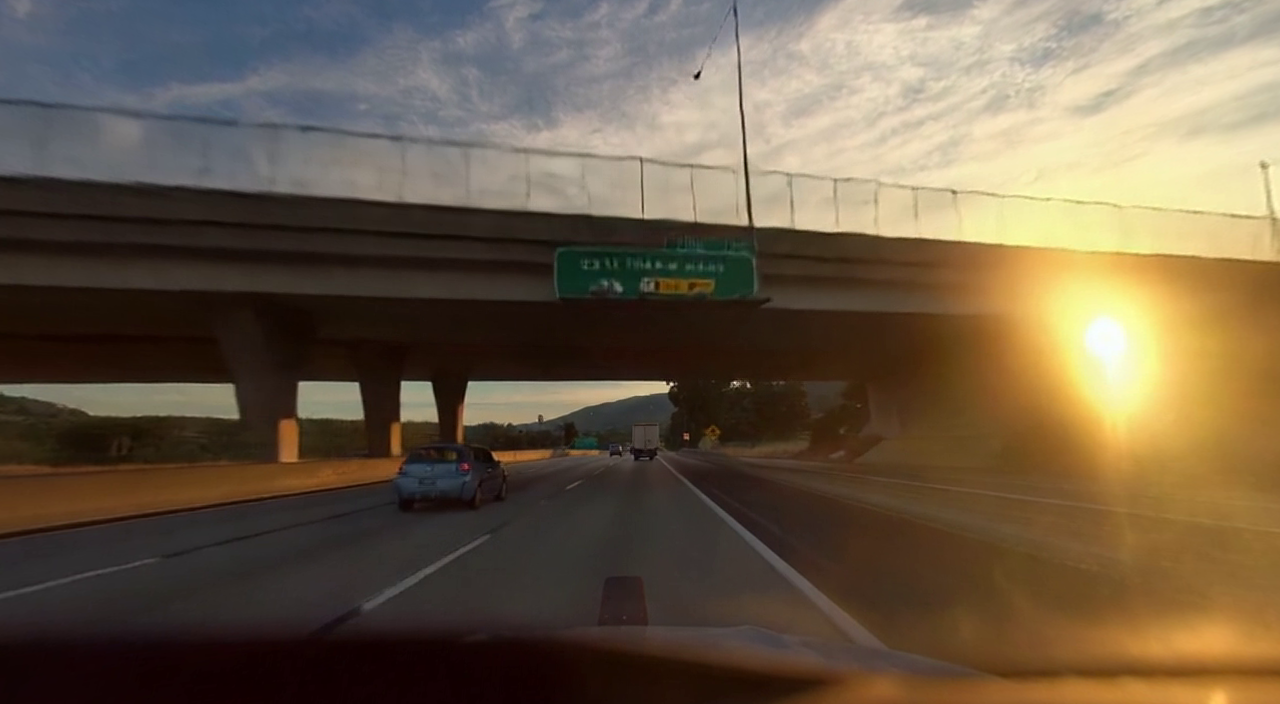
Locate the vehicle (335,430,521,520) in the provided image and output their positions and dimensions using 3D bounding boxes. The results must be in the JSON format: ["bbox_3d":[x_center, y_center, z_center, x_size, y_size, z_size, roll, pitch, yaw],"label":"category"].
[{"bbox_3d":[-4.257,2.587,13.787,2.235,1.593,5.077,0,-9,1],"label":"vehicle"}]
